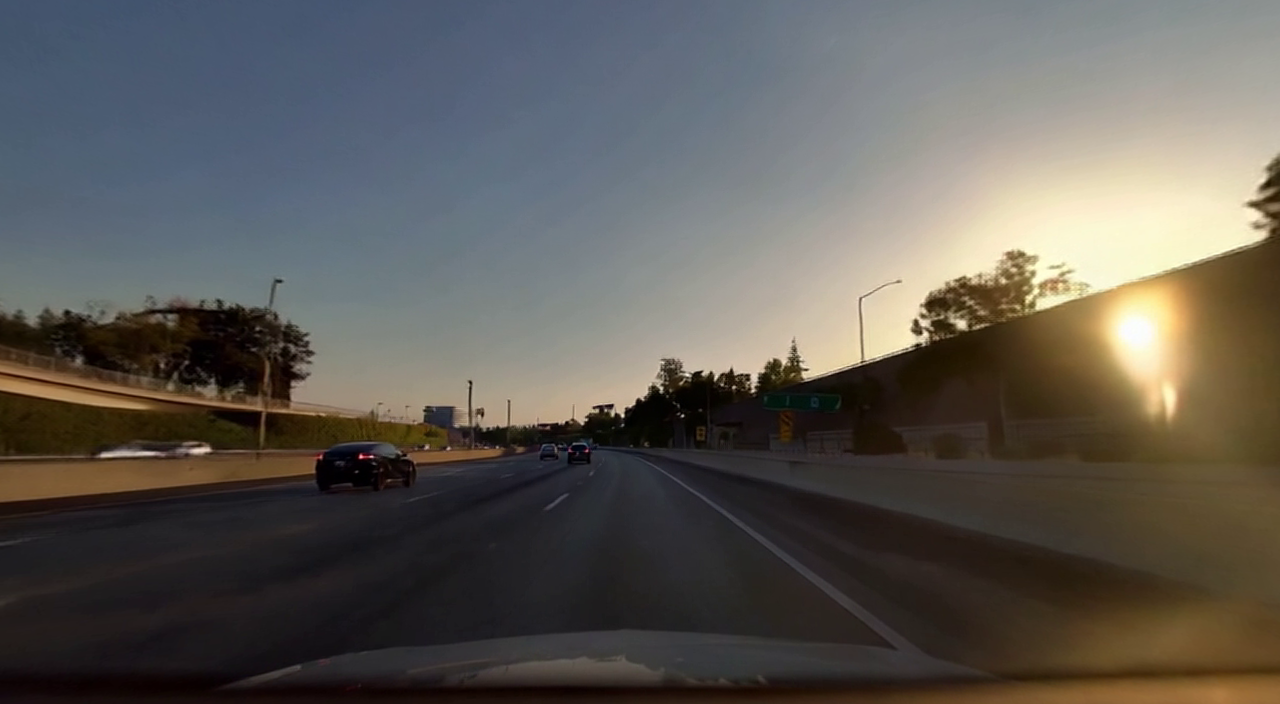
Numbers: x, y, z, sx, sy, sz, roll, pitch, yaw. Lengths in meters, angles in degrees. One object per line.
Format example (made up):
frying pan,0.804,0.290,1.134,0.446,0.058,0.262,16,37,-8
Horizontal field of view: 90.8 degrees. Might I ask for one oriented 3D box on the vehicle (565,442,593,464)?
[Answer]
vehicle,-4.737,7.881,49.434,1.971,1.643,4.009,0,-8,-2
